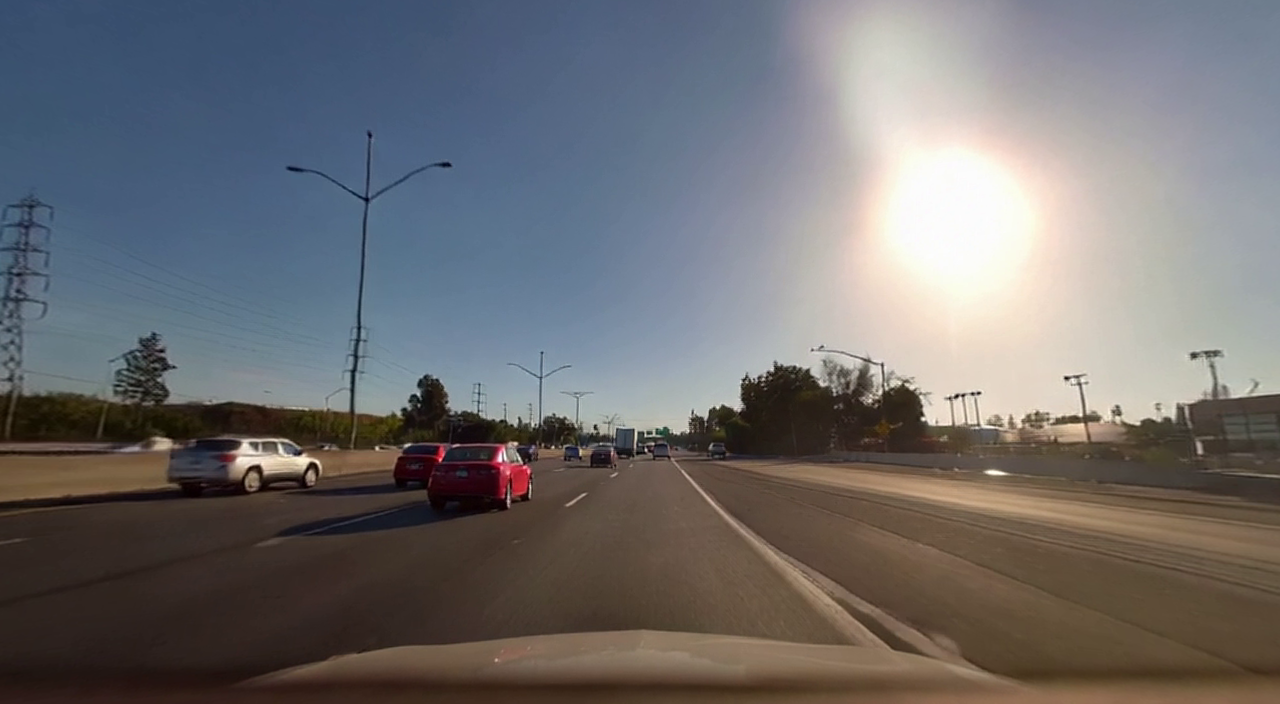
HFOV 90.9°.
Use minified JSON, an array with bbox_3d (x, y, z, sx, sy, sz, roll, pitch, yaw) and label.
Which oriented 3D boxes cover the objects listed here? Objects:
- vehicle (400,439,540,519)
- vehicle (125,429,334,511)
[{"bbox_3d":[-3.541,2.693,13.912,1.953,1.511,3.704,0,-8,2],"label":"vehicle"},{"bbox_3d":[-10.427,3.019,16.673,2.044,1.810,5.016,0,-8,2],"label":"vehicle"}]
